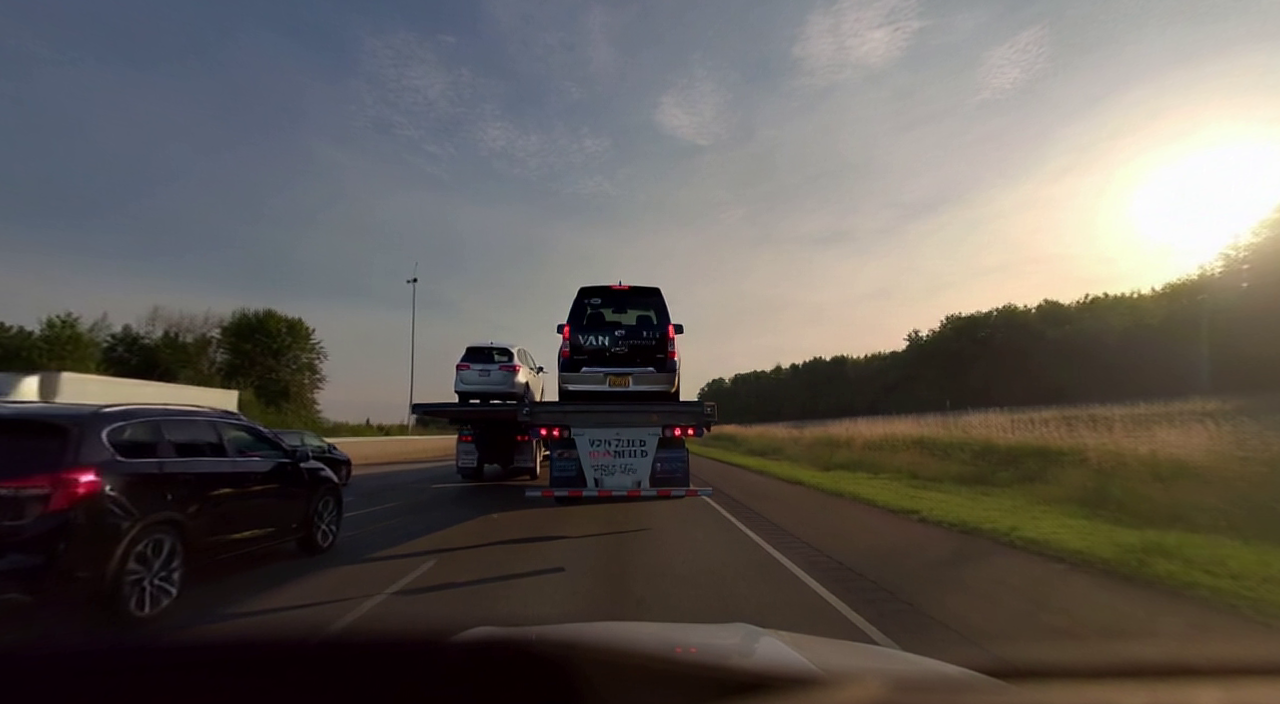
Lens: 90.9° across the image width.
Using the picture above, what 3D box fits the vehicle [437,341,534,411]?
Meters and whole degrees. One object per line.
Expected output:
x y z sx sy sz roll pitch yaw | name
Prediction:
-4.732 0.876 20.061 2.118 1.799 4.591 0 -7 -3 | vehicle

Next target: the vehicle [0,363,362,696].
-4.237 1.168 5.289 1.914 1.675 4.331 0 -7 -2 | vehicle

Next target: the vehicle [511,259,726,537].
-0.428 1.150 12.863 2.738 3.628 9.223 0 -7 -2 | vehicle
